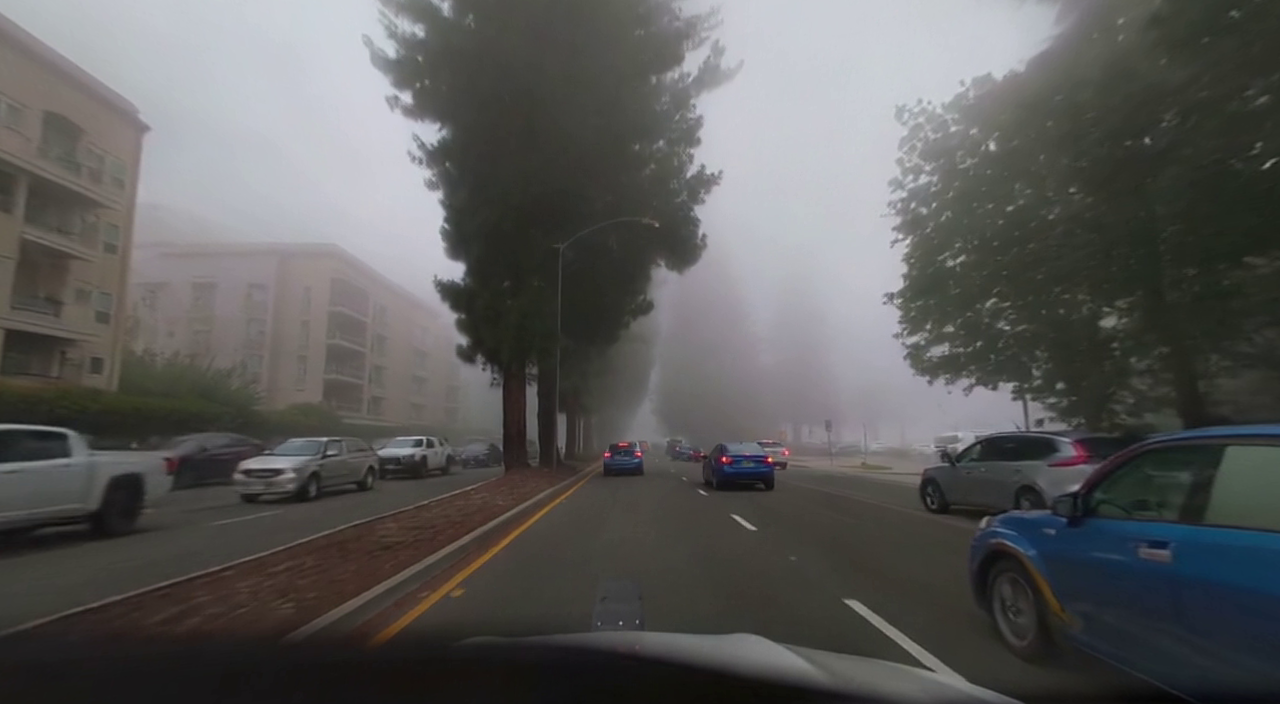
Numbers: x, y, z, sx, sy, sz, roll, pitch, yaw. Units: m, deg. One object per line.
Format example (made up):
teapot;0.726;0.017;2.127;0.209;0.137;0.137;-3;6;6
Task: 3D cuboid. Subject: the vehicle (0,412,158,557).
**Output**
vehicle;-8.822;1.651;7.882;2.105;1.745;4.478;0;-8;-1

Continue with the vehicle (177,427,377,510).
vehicle;-8.901;2.886;16.187;2.145;1.747;5.014;-1;-8;0

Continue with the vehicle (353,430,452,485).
vehicle;-9.023;4.031;24.512;2.043;1.860;4.656;-1;-8;0

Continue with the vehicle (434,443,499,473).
vehicle;-9.022;5.523;33.218;2.148;1.473;4.709;0;-8;-1

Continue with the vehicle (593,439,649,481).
vehicle;-0.687;4.138;24.451;1.994;1.479;3.647;0;-8;0

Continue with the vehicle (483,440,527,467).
vehicle;-9.030;6.792;42.721;2.019;1.668;4.433;-1;-8;0

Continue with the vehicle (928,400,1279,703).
vehicle;3.393;0.985;2.778;2.021;1.471;4.666;0;-8;0

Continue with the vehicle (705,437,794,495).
vehicle;3.096;3.303;18.662;1.852;1.498;3.825;0;-8;-2
